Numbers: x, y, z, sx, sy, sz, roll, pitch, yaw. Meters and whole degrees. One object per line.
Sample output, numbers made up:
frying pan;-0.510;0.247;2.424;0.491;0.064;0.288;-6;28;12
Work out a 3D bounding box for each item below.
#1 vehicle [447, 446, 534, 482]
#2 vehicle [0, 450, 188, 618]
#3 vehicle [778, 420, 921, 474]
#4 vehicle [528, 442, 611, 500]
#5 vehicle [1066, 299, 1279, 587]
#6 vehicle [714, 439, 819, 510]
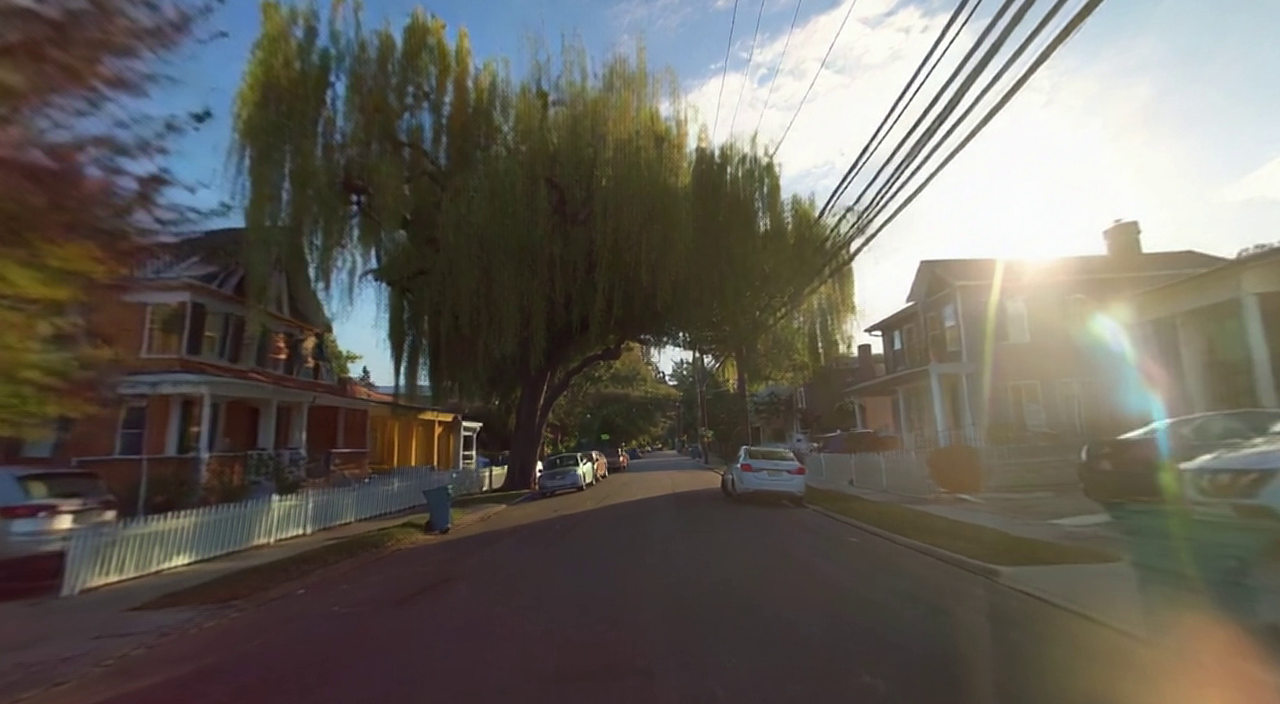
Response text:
vehicle;-8.080;6.045;34.420;4.088;1.779;2.109;-1;-6;5
vehicle;-8.919;2.216;8.247;4.432;1.739;2.097;0;-6;2
vehicle;8.793;4.033;26.958;5.274;2.170;2.205;0;-8;0
vehicle;-2.588;4.509;24.497;2.204;1.655;4.813;-9;-8;2
vehicle;7.541;0.765;5.519;5.974;2.066;2.152;0;-7;2
vehicle;3.297;3.239;17.411;2.043;1.631;4.613;-1;-7;2
